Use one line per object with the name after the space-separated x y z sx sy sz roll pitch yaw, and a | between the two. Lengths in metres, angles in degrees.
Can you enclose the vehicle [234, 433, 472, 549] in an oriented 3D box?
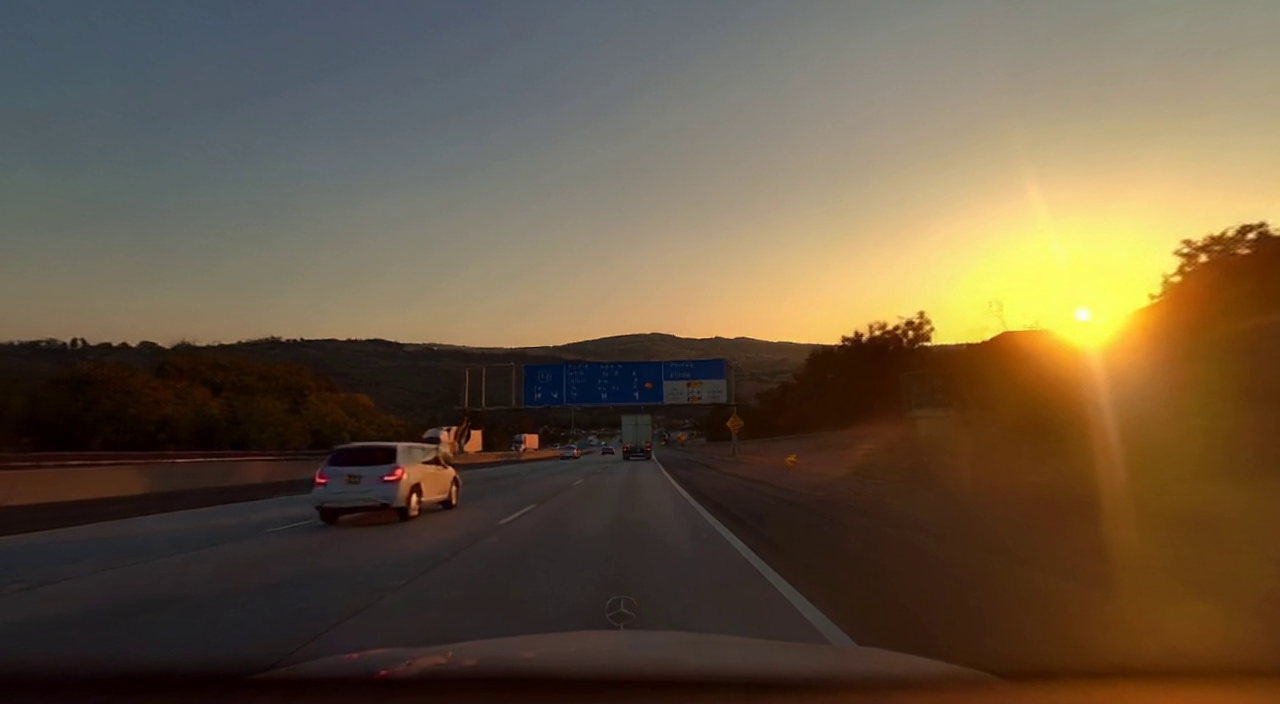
-4.336 2.156 10.363 2.024 1.515 3.907 0 -9 0 | vehicle
